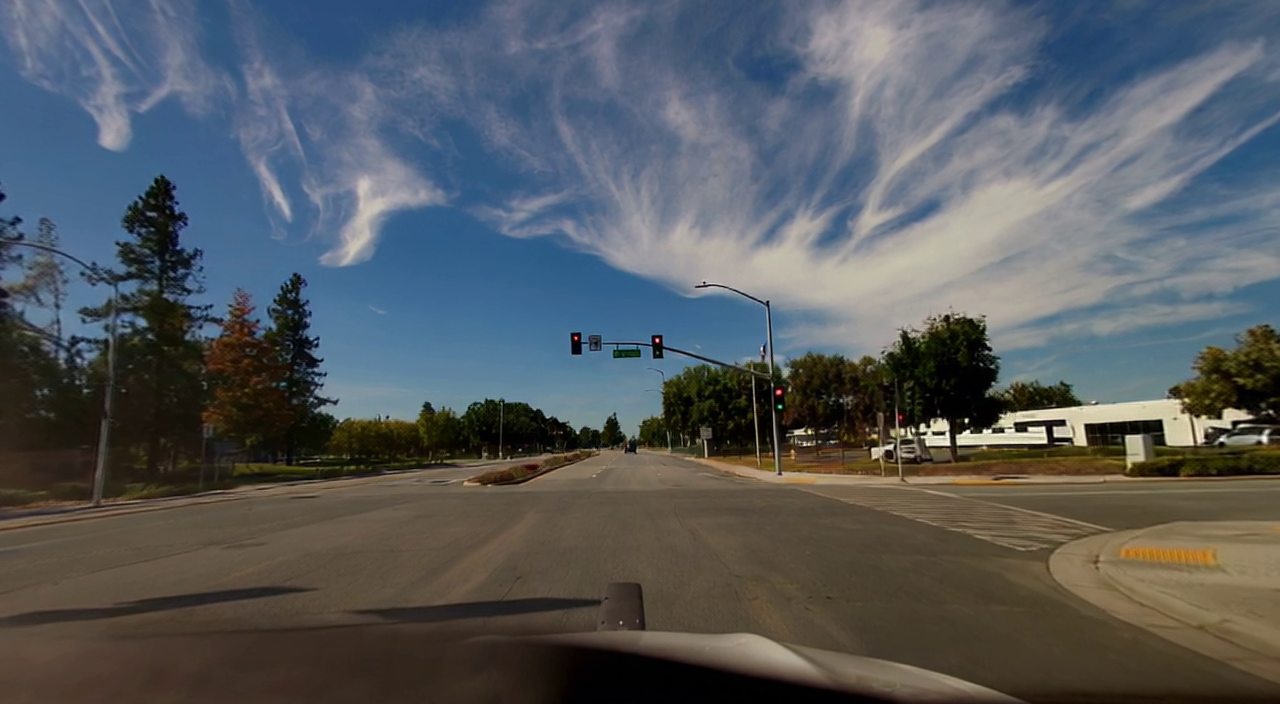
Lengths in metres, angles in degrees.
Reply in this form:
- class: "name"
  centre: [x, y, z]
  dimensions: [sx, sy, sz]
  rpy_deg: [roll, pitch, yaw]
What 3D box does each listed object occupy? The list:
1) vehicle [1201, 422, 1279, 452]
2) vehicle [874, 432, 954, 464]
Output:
- class: "vehicle"
  centre: [34.098, 4.765, 35.122]
  dimensions: [1.832, 1.521, 4.266]
  rpy_deg: [0, -9, 1]
- class: "vehicle"
  centre: [14.957, 5.292, 34.767]
  dimensions: [1.959, 1.471, 4.570]
  rpy_deg: [-4, -8, -5]
